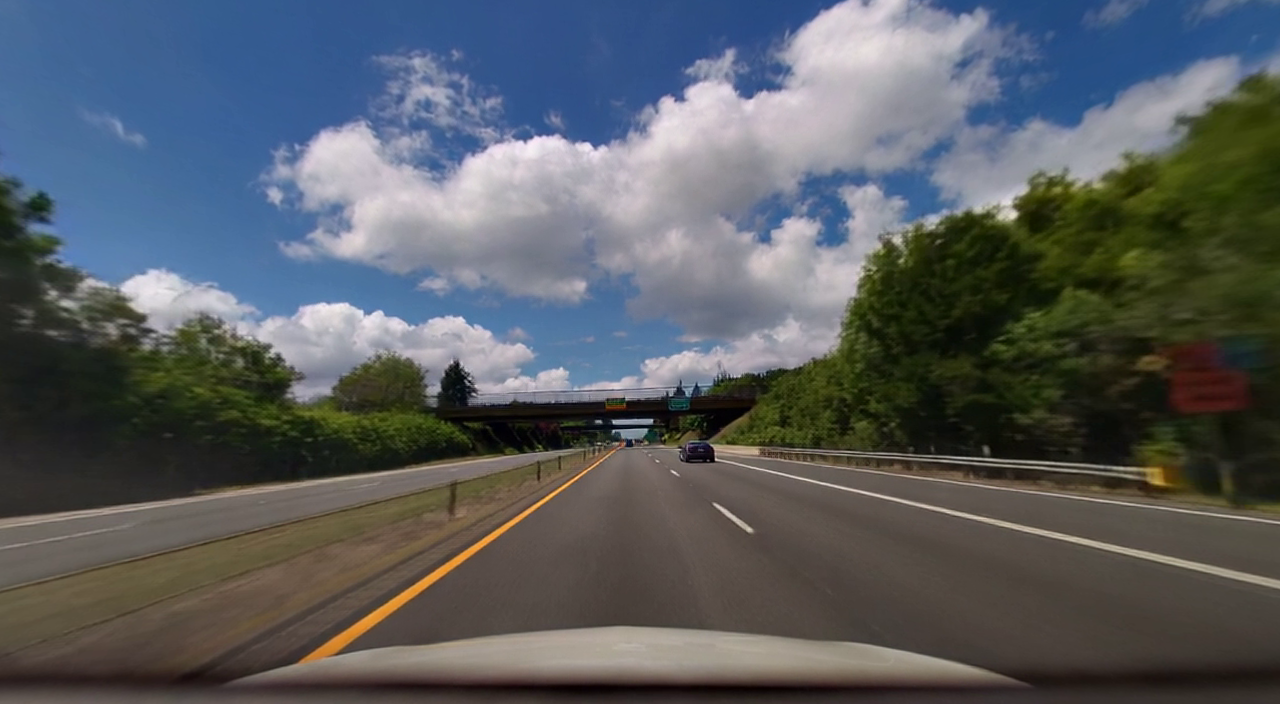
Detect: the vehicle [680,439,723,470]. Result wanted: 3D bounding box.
[{"bbox_3d":[3.116,5.249,32.511,1.781,1.470,3.540,0,-8,-2],"label":"vehicle"}]
